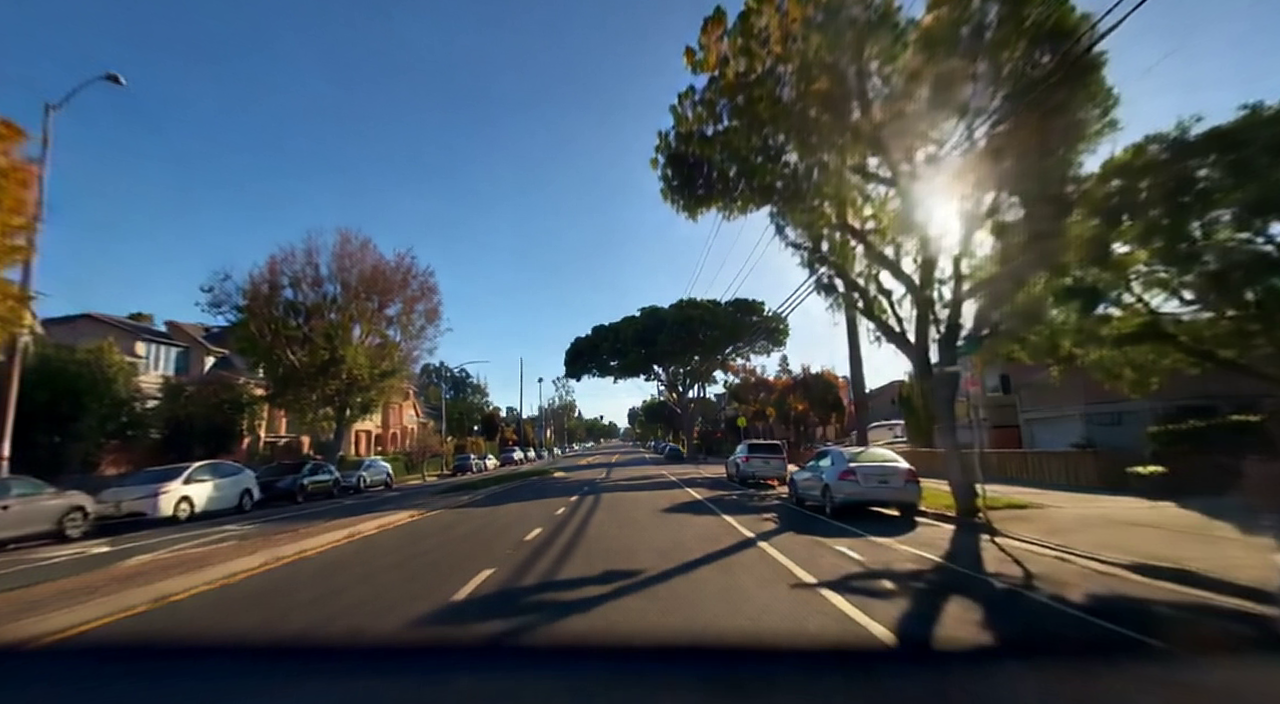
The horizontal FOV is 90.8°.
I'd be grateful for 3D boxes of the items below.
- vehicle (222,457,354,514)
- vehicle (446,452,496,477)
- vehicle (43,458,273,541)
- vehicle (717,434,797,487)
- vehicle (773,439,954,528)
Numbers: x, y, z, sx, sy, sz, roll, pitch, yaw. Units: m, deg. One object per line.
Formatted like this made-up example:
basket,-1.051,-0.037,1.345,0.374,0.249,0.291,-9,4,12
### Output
vehicle,-11.025,4.174,20.222,1.804,1.513,4.450,0,-8,-2
vehicle,-11.438,7.641,43.140,1.970,1.523,4.702,-1,-8,2
vehicle,-11.024,3.343,15.049,1.955,1.522,4.759,0,-8,-4
vehicle,4.383,4.127,24.320,2.126,1.802,4.259,0,-9,-2
vehicle,4.265,2.567,12.976,1.989,1.471,4.460,0,-9,-1
